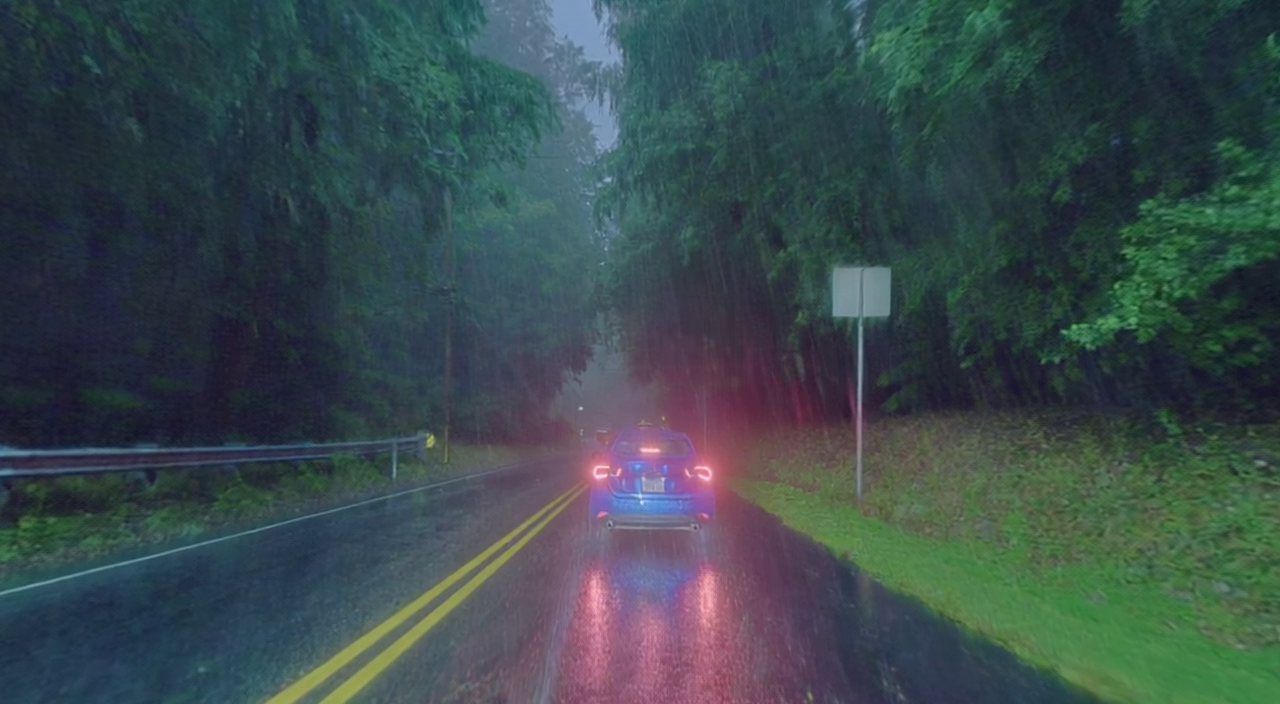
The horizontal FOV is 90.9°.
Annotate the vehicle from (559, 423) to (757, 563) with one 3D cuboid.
[{"bbox_3d":[0.234,1.849,8.918,2.187,1.533,3.726,0,-8,1],"label":"vehicle"}]
